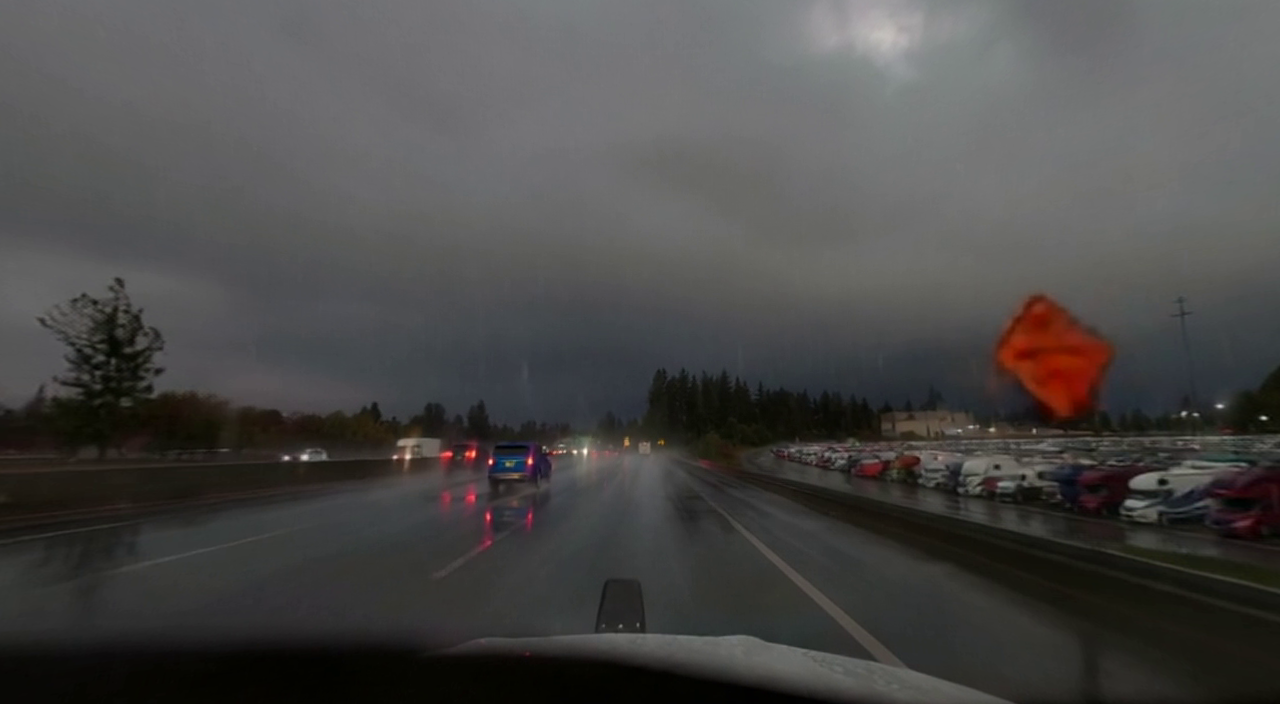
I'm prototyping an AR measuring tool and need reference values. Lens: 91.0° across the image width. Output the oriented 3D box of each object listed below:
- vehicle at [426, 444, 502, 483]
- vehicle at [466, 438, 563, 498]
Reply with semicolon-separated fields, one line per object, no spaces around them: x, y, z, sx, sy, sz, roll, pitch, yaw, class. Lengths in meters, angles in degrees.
-7.557;4.822;27.570;1.991;1.538;4.360;0;-9;1;vehicle
-3.793;3.595;19.903;2.070;1.665;4.213;0;-9;2;vehicle
